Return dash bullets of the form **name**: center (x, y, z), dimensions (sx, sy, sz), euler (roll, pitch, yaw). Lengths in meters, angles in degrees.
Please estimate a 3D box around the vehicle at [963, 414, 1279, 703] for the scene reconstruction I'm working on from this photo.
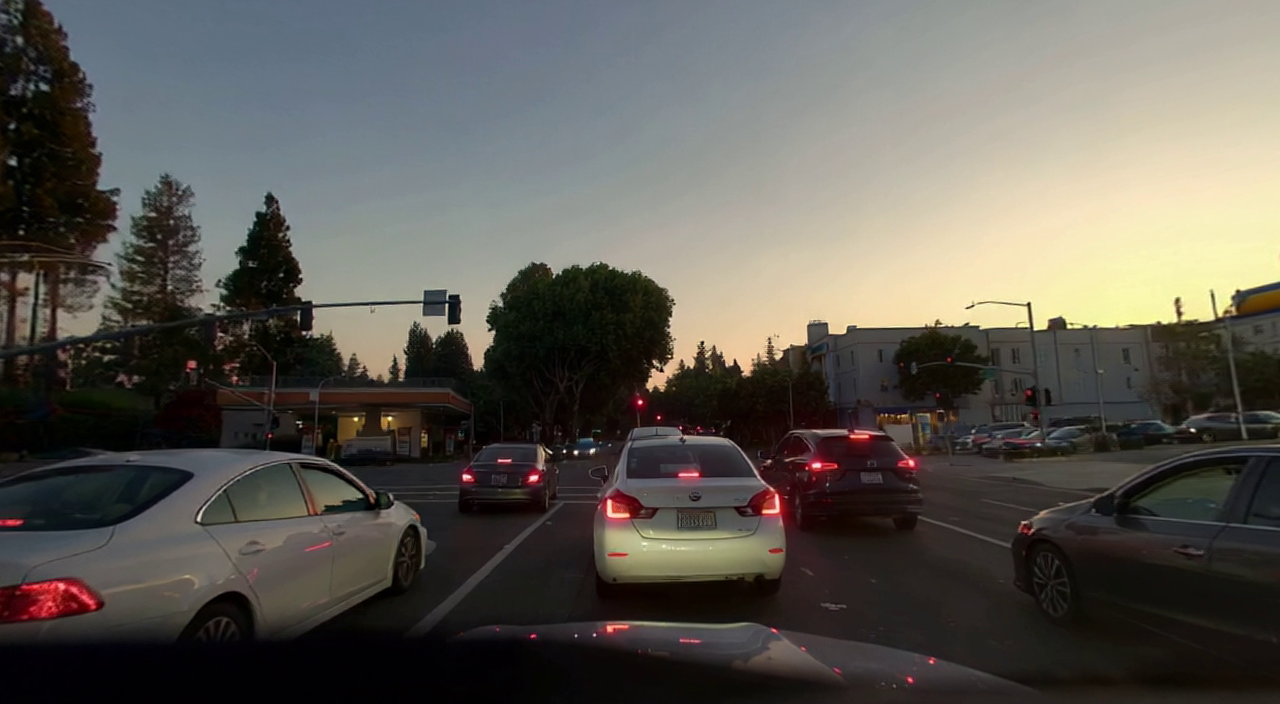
- **vehicle**: center (4.169, 1.136, 3.630), dimensions (1.950, 1.497, 4.686), euler (0, -9, -3)

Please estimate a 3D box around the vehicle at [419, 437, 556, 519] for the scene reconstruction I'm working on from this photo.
- **vehicle**: center (-3.076, 2.638, 13.687), dimensions (1.867, 1.474, 4.237), euler (0, -9, 1)

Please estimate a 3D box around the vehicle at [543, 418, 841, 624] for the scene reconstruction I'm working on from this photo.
- **vehicle**: center (0.334, 1.583, 6.924), dimensions (2.220, 1.507, 4.317), euler (0, -9, -2)

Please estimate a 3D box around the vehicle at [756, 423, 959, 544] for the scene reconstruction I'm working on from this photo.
- **vehicle**: center (3.383, 2.125, 10.780), dimensions (1.947, 1.630, 4.127), euler (0, -9, 0)

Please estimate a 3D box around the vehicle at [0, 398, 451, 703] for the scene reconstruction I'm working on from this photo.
- **vehicle**: center (-3.012, 1.250, 4.601), dimensions (1.887, 1.493, 4.255), euler (0, -9, 1)
